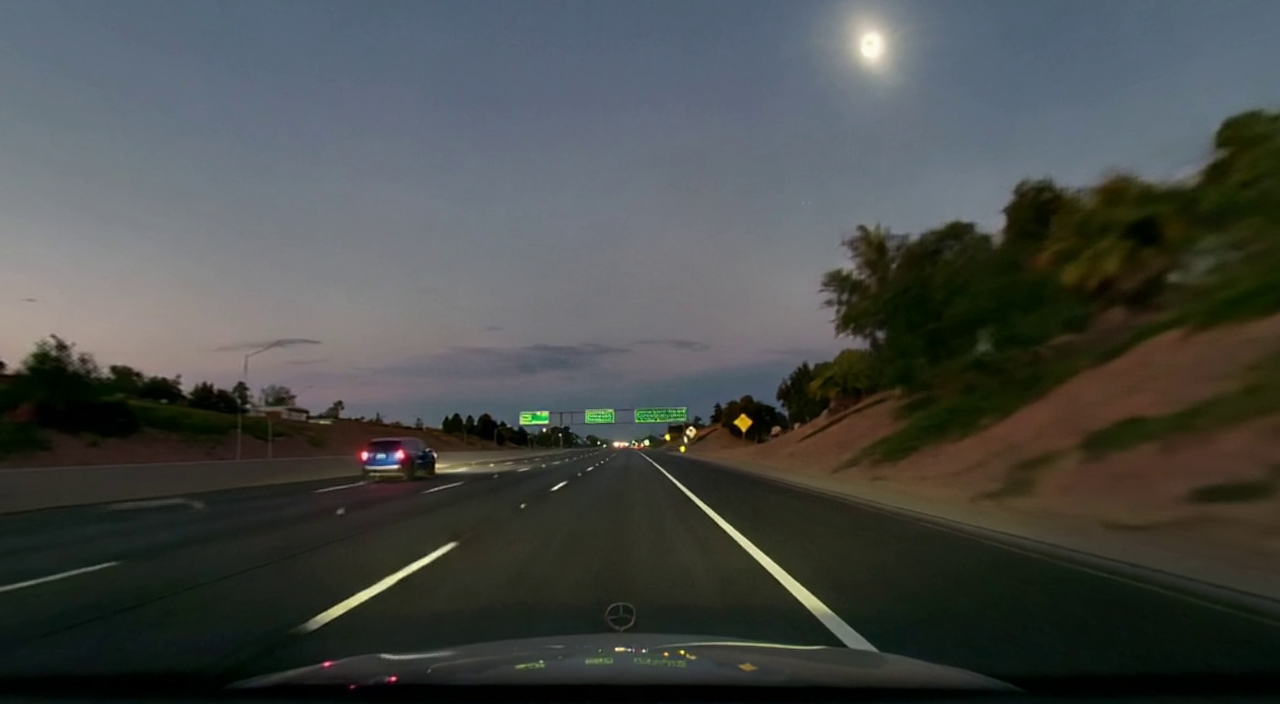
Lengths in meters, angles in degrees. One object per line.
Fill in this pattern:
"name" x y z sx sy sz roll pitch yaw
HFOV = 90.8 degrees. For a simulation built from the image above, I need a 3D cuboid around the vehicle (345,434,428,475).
"vehicle" -11.833 4.821 29.844 2.016 1.754 4.543 0 -8 0
